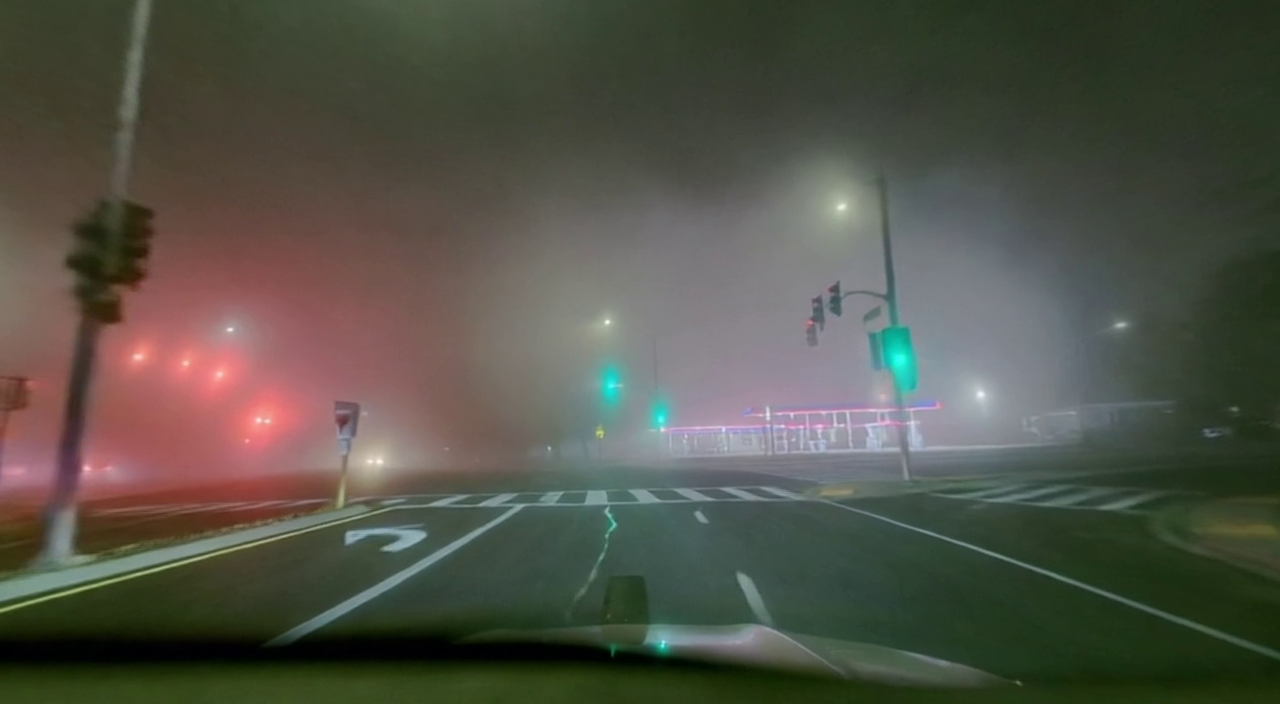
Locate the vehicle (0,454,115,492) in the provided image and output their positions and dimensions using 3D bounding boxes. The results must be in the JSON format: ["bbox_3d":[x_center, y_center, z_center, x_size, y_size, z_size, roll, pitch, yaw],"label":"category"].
[{"bbox_3d":[-28.419,5.858,30.585,4.559,1.608,1.961,-3,-7,10],"label":"vehicle"}]
